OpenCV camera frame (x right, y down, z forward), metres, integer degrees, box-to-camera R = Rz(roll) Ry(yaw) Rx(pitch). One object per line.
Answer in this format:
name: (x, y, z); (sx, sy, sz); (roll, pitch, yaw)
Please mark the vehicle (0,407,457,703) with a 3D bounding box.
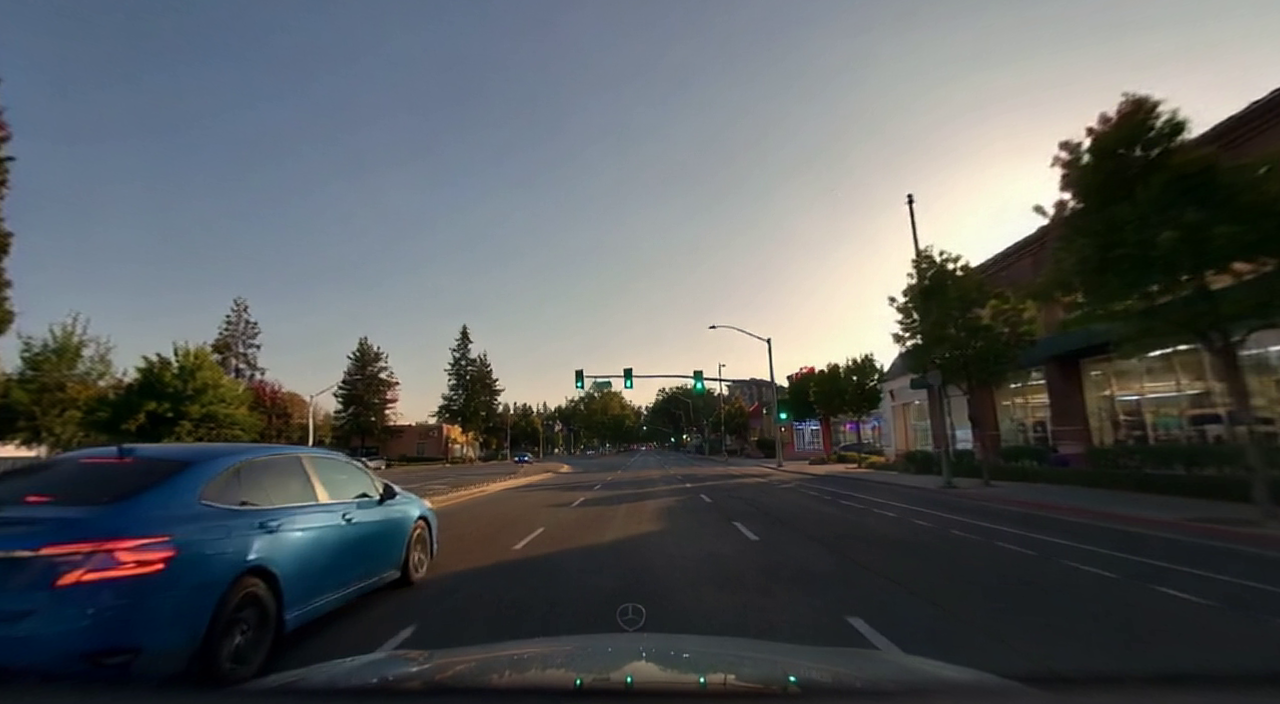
vehicle: (-2.967, 1.229, 4.119); (2.082, 1.460, 4.636); (0, -8, 1)
